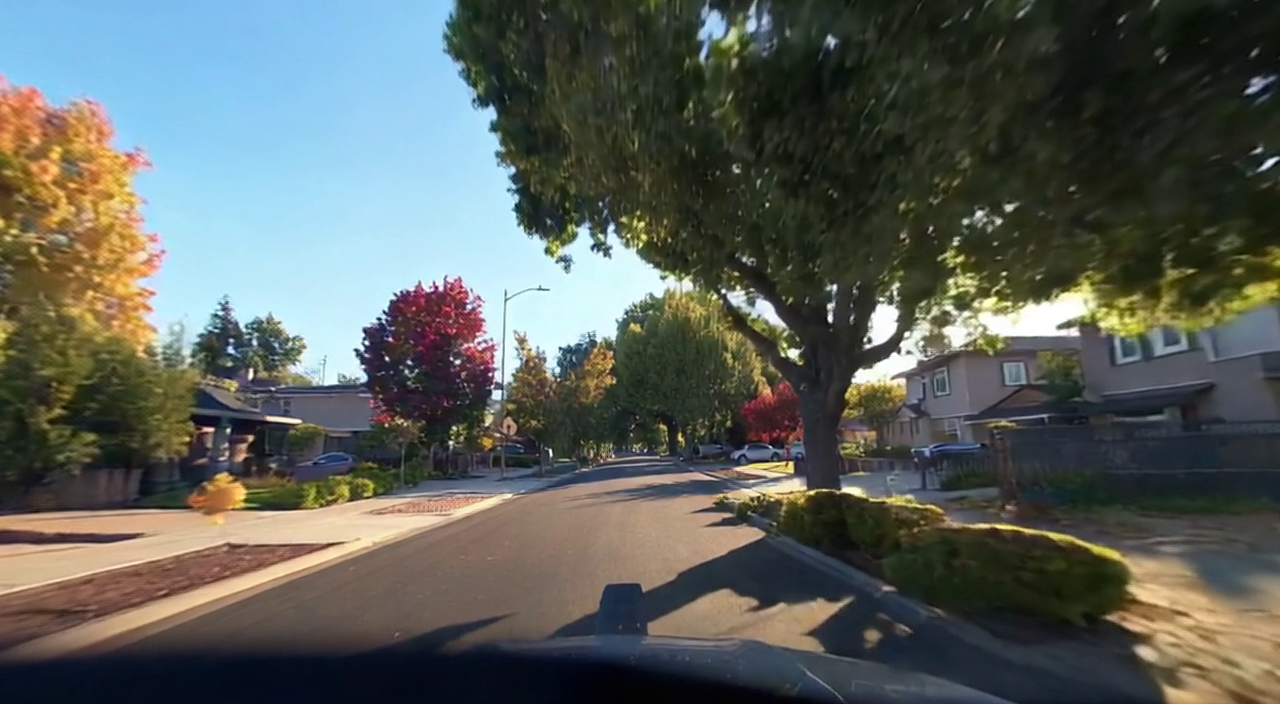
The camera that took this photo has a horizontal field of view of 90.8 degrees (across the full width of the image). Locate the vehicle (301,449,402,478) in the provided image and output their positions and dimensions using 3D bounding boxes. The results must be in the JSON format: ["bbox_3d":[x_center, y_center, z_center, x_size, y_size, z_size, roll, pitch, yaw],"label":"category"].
[{"bbox_3d":[-14.341,5.548,31.595,4.138,1.355,1.808,0,-9,0],"label":"vehicle"}]

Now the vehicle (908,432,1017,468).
[{"bbox_3d":[16.475,5.001,32.418,4.495,1.724,1.943,0,-9,-4],"label":"vehicle"}]
